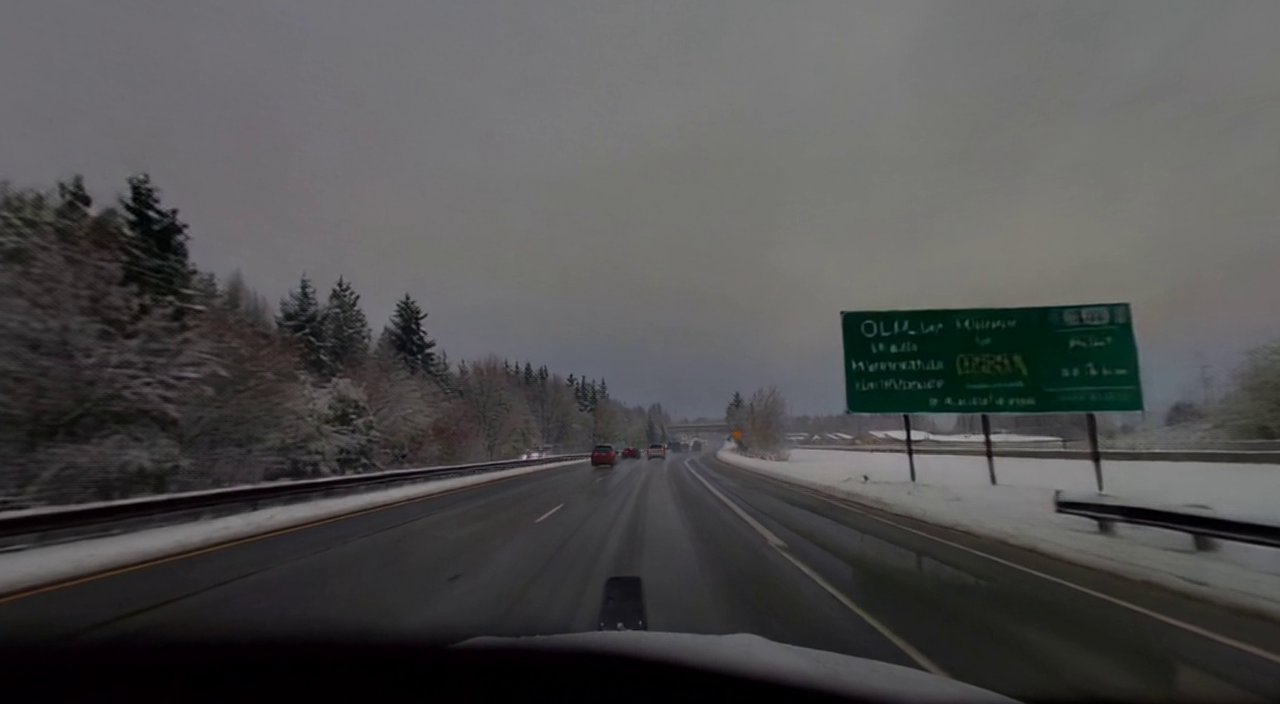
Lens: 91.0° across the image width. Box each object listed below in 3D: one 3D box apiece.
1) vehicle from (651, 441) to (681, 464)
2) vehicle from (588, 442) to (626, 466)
[{"bbox_3d":[1.921,7.313,45.942,2.077,1.533,3.854,-1,-8,3],"label":"vehicle"},{"bbox_3d":[-2.128,6.676,41.408,1.985,1.518,3.847,-1,-8,4],"label":"vehicle"}]
